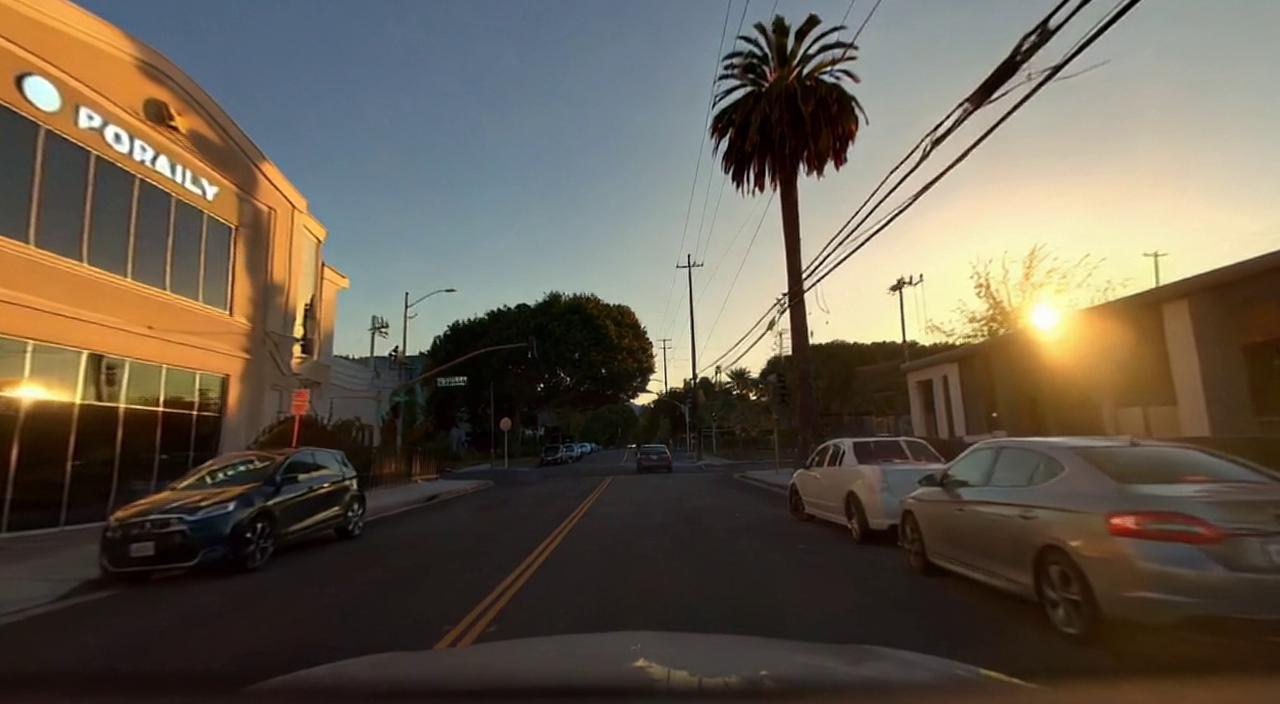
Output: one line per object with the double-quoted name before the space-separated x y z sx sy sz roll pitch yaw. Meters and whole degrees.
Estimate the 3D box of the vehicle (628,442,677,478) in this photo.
"vehicle" 0.513 5.064 29.676 2.125 1.524 4.404 0 -9 -1

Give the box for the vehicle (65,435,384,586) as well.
"vehicle" -6.217 2.386 10.415 2.126 1.864 4.831 0 -9 -3

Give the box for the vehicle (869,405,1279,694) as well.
"vehicle" 3.722 1.426 5.606 1.915 1.591 4.087 0 -9 2
